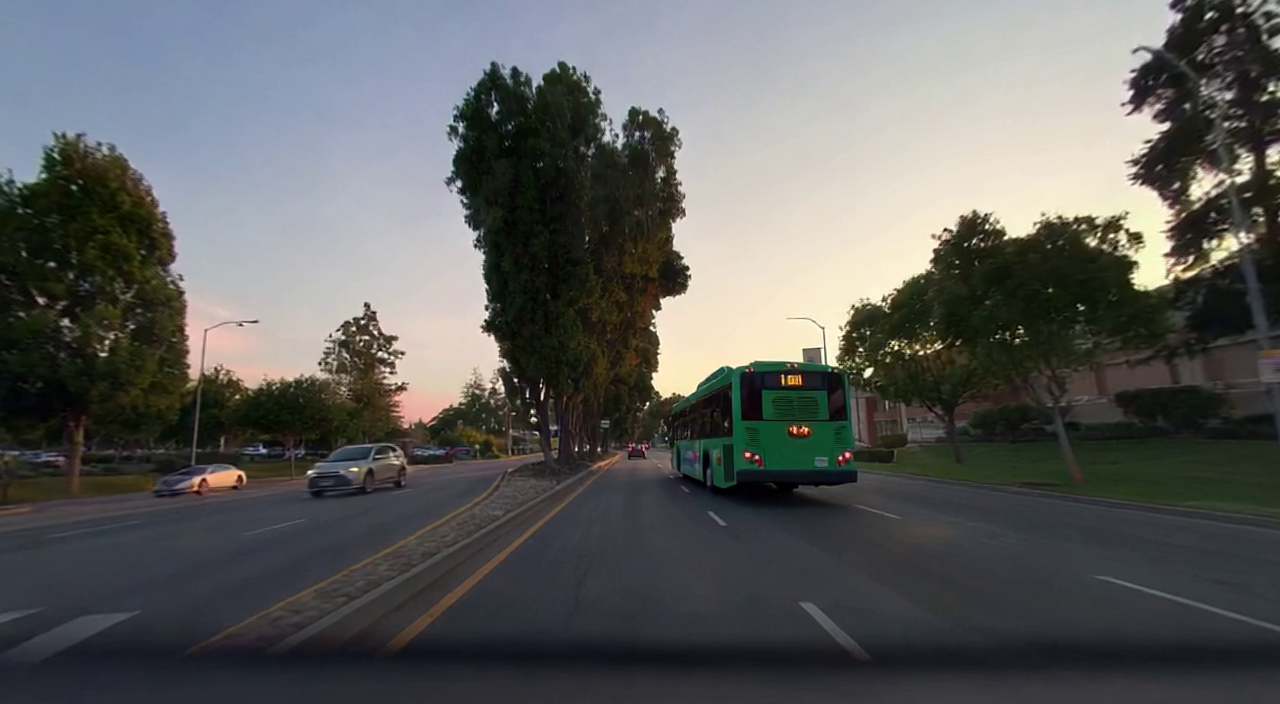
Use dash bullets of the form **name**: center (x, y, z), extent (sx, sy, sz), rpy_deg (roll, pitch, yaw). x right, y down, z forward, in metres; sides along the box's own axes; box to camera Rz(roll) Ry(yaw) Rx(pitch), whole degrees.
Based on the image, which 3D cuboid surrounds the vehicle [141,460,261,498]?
- **vehicle**: center (-19.590, 5.660, 28.389), extent (1.953, 1.454, 4.693), rpy_deg (0, -8, 1)

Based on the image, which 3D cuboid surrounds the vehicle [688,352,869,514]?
- **vehicle**: center (3.170, 2.305, 17.550), extent (2.766, 3.306, 9.281), rpy_deg (0, -8, -1)

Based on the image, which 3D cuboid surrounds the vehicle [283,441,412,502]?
- **vehicle**: center (-8.971, 3.659, 19.799), extent (2.170, 1.657, 4.327), rpy_deg (0, -8, -4)
